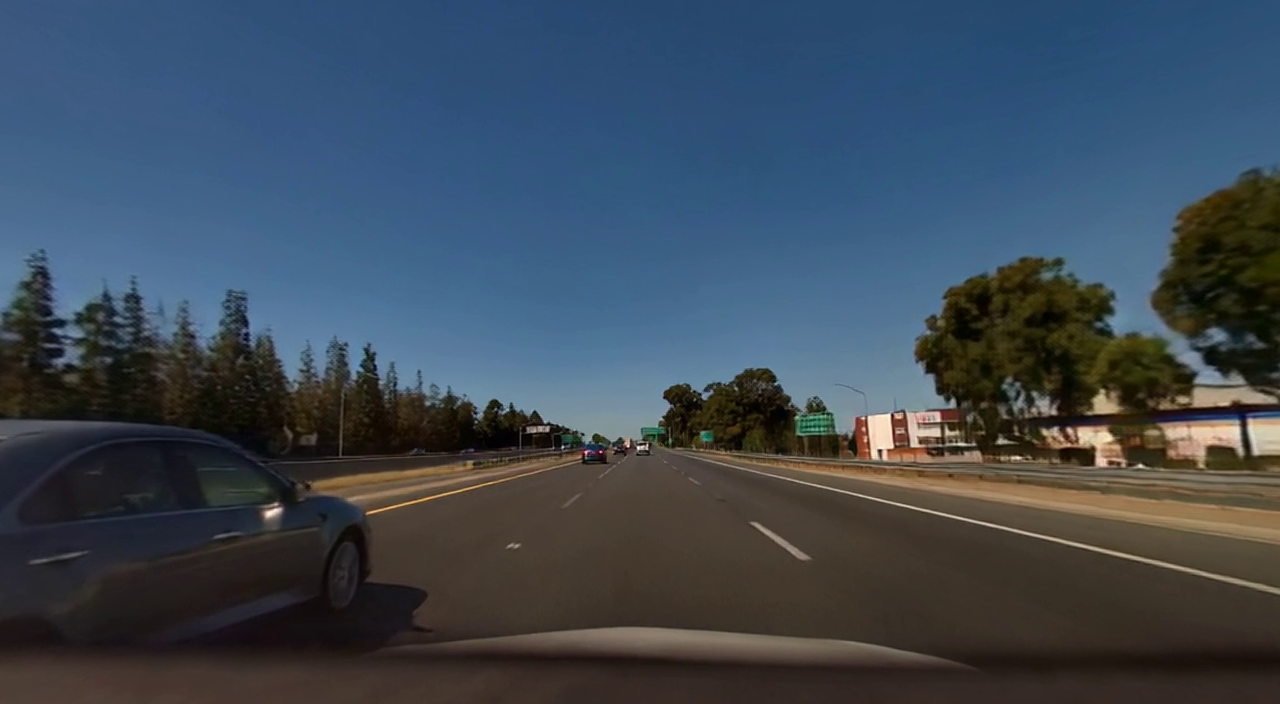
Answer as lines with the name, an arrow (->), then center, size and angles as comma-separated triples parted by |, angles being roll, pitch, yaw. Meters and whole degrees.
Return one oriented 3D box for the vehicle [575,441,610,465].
vehicle -> -3.256, 7.050, 43.938 | 2.015, 1.557, 4.229 | -1, -9, 1
